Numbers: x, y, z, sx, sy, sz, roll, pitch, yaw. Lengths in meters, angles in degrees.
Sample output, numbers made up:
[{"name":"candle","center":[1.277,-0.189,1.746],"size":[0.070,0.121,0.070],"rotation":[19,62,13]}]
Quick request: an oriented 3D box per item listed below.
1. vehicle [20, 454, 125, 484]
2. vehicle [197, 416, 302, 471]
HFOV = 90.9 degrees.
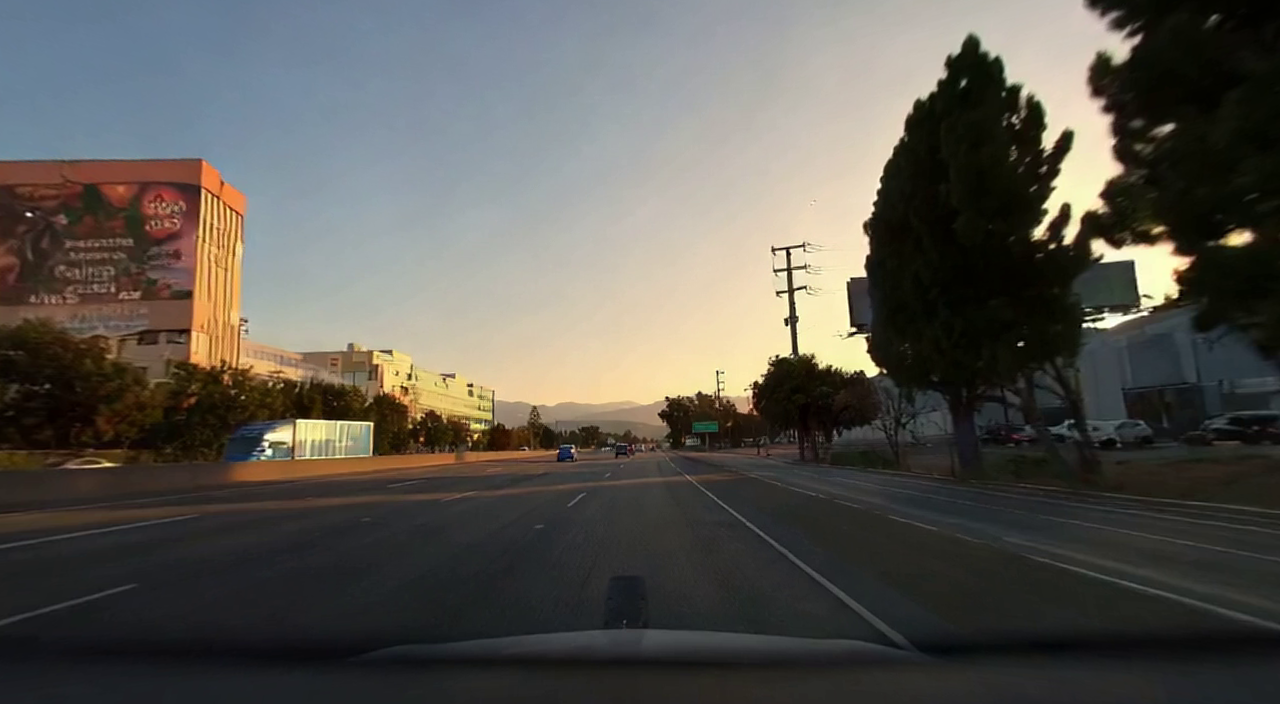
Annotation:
[{"name":"vehicle","center":[-31.754,6.541,35.494],"size":[1.916,1.476,4.229],"rotation":[0,-8,0]},{"name":"vehicle","center":[-28.023,6.652,45.725],"size":[3.018,3.658,6.782],"rotation":[0,-8,1]}]
